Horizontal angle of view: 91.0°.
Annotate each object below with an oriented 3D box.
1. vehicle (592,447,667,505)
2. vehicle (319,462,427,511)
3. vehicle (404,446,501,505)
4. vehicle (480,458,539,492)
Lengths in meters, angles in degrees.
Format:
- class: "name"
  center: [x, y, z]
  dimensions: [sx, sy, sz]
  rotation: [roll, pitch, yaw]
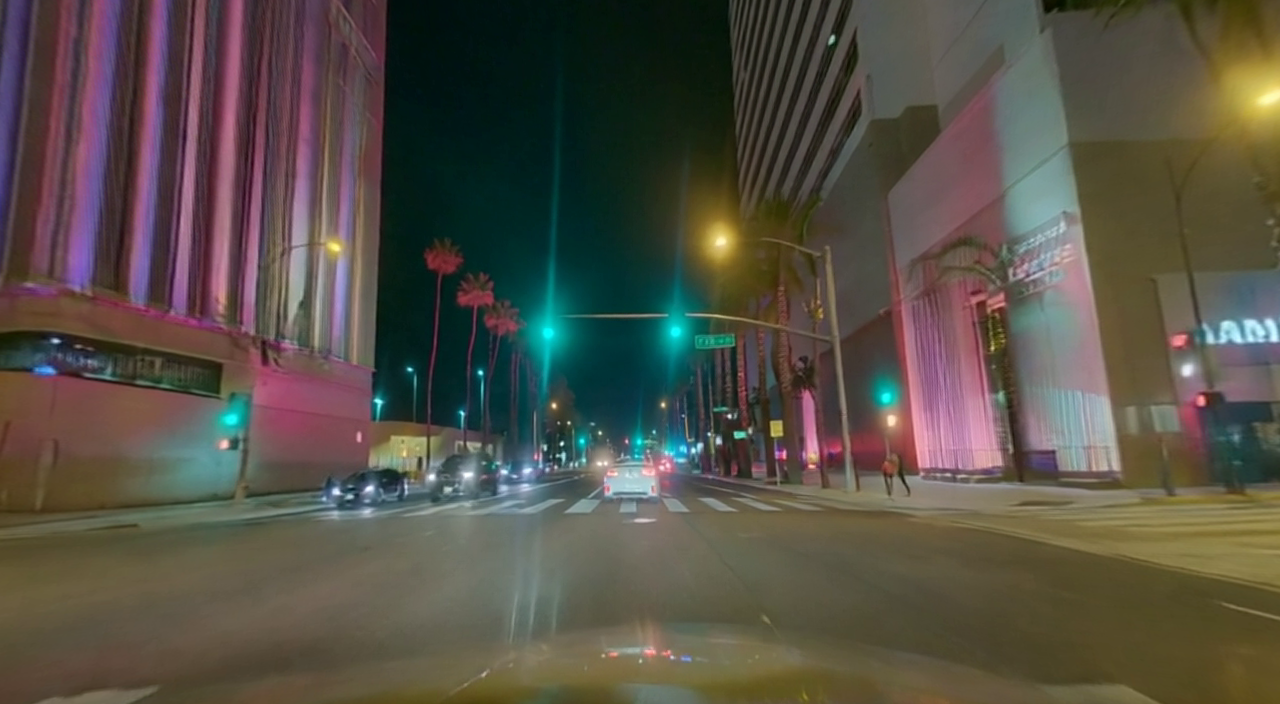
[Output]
- class: "vehicle"
  center: [-0.327, 3.875, 20.078]
  dimensions: [2.145, 1.632, 3.972]
  rotation: [0, -9, -1]
- class: "vehicle"
  center: [-9.654, 4.870, 23.208]
  dimensions: [1.977, 1.475, 4.491]
  rotation: [0, -9, 0]
- class: "vehicle"
  center: [-6.690, 4.421, 23.087]
  dimensions: [2.070, 1.893, 4.738]
  rotation: [0, -9, 0]
- class: "vehicle"
  center: [-6.461, 6.128, 31.682]
  dimensions: [1.951, 1.476, 4.452]
  rotation: [0, -9, 0]
